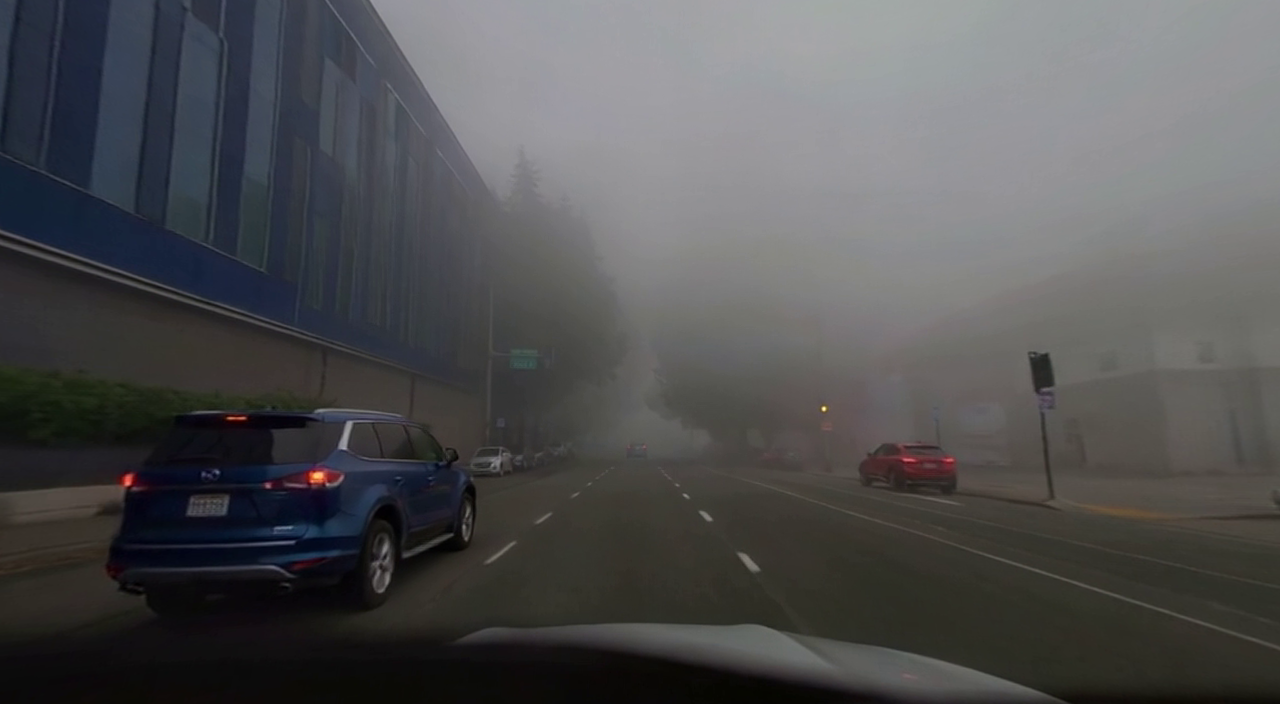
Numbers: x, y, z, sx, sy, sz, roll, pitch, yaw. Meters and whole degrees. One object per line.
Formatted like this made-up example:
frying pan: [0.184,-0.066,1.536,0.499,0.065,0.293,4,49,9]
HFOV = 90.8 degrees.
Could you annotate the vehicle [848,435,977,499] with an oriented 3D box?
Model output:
vehicle: [9.253,3.925,22.130,2.129,1.929,5.537,0,-8,1]

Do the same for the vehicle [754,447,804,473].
vehicle: [8.722,6.772,39.984,1.954,1.478,4.625,0,-8,-2]

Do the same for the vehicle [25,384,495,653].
vehicle: [-3.010,1.404,6.411,2.002,1.756,4.366,0,-8,1]
